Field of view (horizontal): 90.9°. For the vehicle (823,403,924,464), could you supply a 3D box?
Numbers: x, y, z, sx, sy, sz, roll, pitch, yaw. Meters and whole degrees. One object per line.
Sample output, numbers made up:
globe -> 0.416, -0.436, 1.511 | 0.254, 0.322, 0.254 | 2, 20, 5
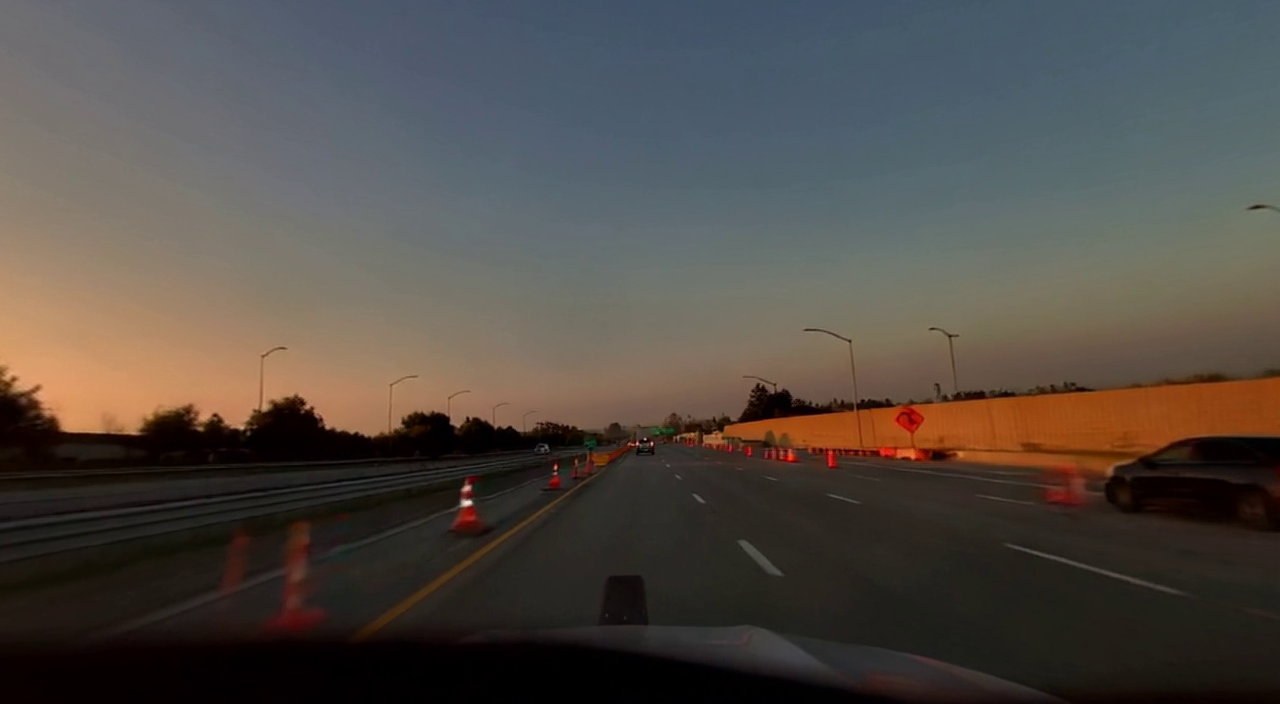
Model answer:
vehicle -> 15.367, 5.535, 42.437 | 3.620, 3.613, 8.491 | 0, -8, 1
